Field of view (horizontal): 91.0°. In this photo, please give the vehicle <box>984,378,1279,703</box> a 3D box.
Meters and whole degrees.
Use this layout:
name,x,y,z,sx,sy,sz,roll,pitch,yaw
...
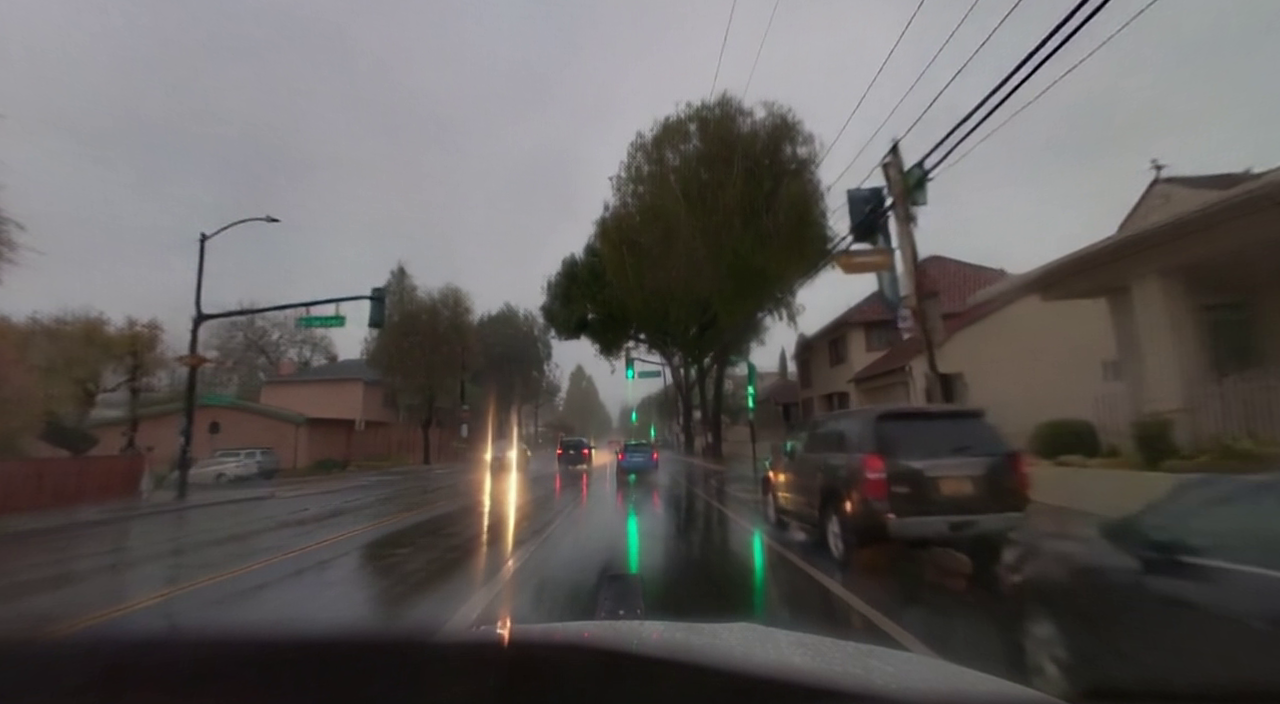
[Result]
name,x,y,z,sx,sy,sz,roll,pitch,yaw
vehicle,2.932,0.743,1.274,1.842,1.511,4.565,0,-8,-1

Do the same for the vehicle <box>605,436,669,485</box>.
name,x,y,z,sx,sy,sz,roll,pitch,yaw
vehicle,-0.174,3.704,21.803,1.998,1.518,4.015,0,-8,-2

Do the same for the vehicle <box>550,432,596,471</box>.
name,x,y,z,sx,sy,sz,roll,pitch,yaw
vehicle,-3.347,5.072,32.161,1.983,1.841,4.013,0,-8,-1

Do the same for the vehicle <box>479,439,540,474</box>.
name,x,y,z,sx,sy,sz,roll,pitch,yaw
vehicle,-6.442,5.206,31.655,2.048,1.601,5.047,0,-8,-1

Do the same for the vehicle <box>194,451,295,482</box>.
name,x,y,z,sx,sy,sz,roll,pitch,yaw
vehicle,-23.138,6.693,36.928,4.537,1.755,1.933,0,-8,0

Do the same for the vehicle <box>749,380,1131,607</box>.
name,x,y,z,sx,sy,sz,roll,pitch,yaw
vehicle,2.808,1.471,7.446,2.066,1.796,4.719,0,-8,-2
